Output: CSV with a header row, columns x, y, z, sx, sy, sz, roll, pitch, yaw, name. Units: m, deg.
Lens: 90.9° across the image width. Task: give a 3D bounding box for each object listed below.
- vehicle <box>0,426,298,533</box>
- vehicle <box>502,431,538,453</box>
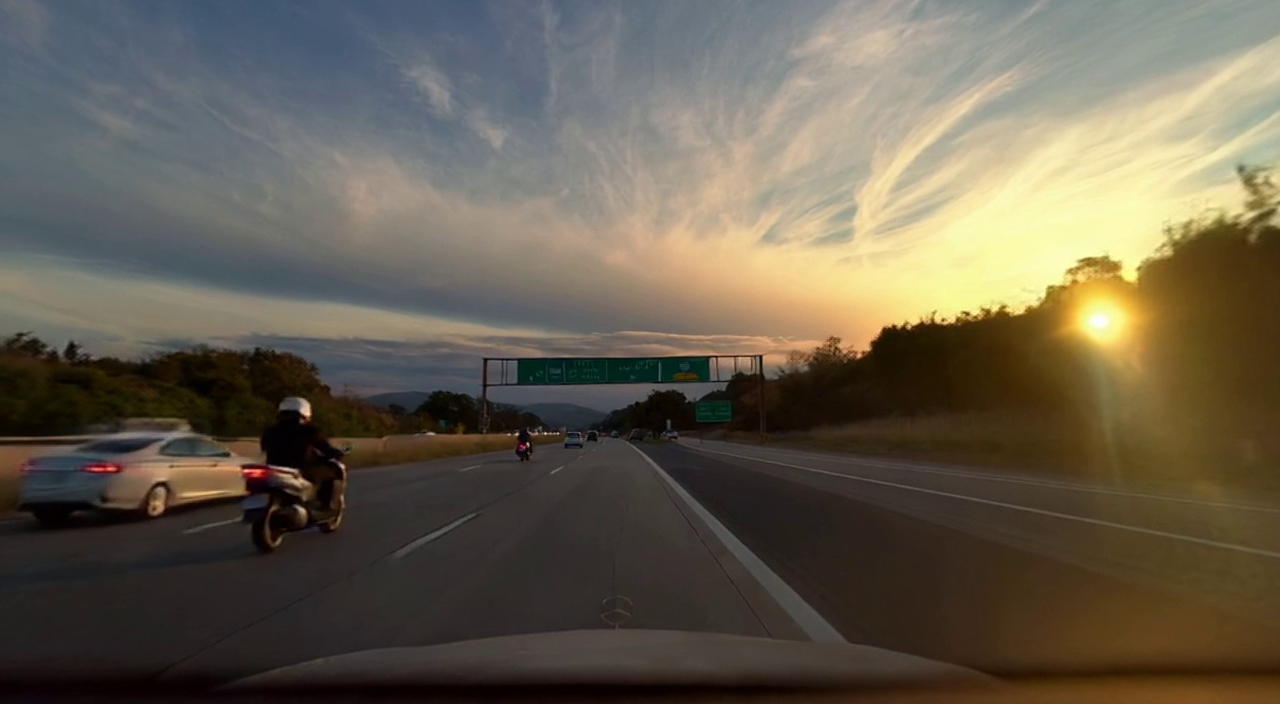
x,y,z,sx,sy,sz,roll,pitch,yaw,name
-8.121,2.008,10.755,2.053,1.409,4.704,0,-8,-2,vehicle
-9.099,6.852,47.978,1.965,1.605,4.115,0,-8,-1,vehicle
